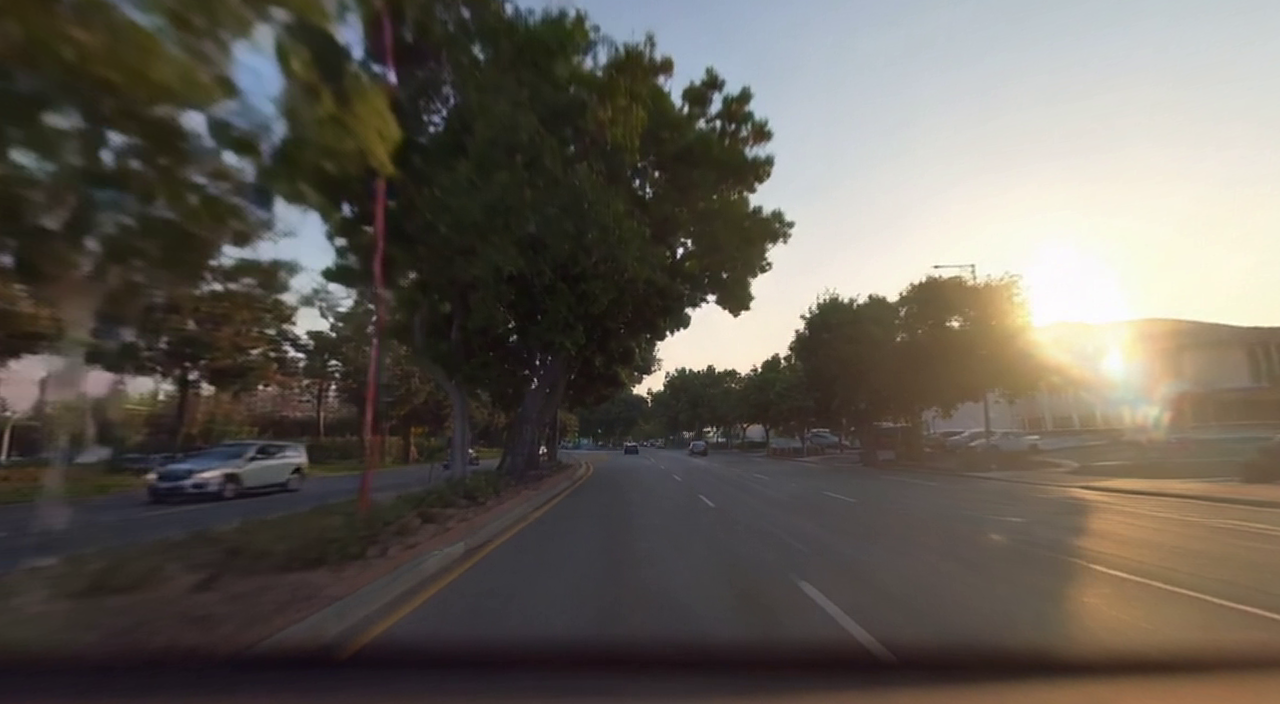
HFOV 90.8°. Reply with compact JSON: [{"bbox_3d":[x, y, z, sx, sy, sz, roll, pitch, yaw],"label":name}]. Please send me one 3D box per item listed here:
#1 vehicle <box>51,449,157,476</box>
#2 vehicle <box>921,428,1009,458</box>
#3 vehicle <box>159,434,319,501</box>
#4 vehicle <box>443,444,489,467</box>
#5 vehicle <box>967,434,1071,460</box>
[{"bbox_3d":[-30.869,6.370,36.498,4.308,1.474,1.917,0,-8,-2],"label":"vehicle"},{"bbox_3d":[22.624,6.362,44.185,4.824,1.976,2.281,-1,-8,2],"label":"vehicle"},{"bbox_3d":[-11.659,3.362,18.808,1.985,1.715,4.330,0,-8,-2],"label":"vehicle"},{"bbox_3d":[-11.983,7.146,43.840,1.937,1.508,4.650,0,-8,-1],"label":"vehicle"},{"bbox_3d":[22.316,5.622,37.373,4.724,1.471,2.203,0,-8,-2],"label":"vehicle"}]
